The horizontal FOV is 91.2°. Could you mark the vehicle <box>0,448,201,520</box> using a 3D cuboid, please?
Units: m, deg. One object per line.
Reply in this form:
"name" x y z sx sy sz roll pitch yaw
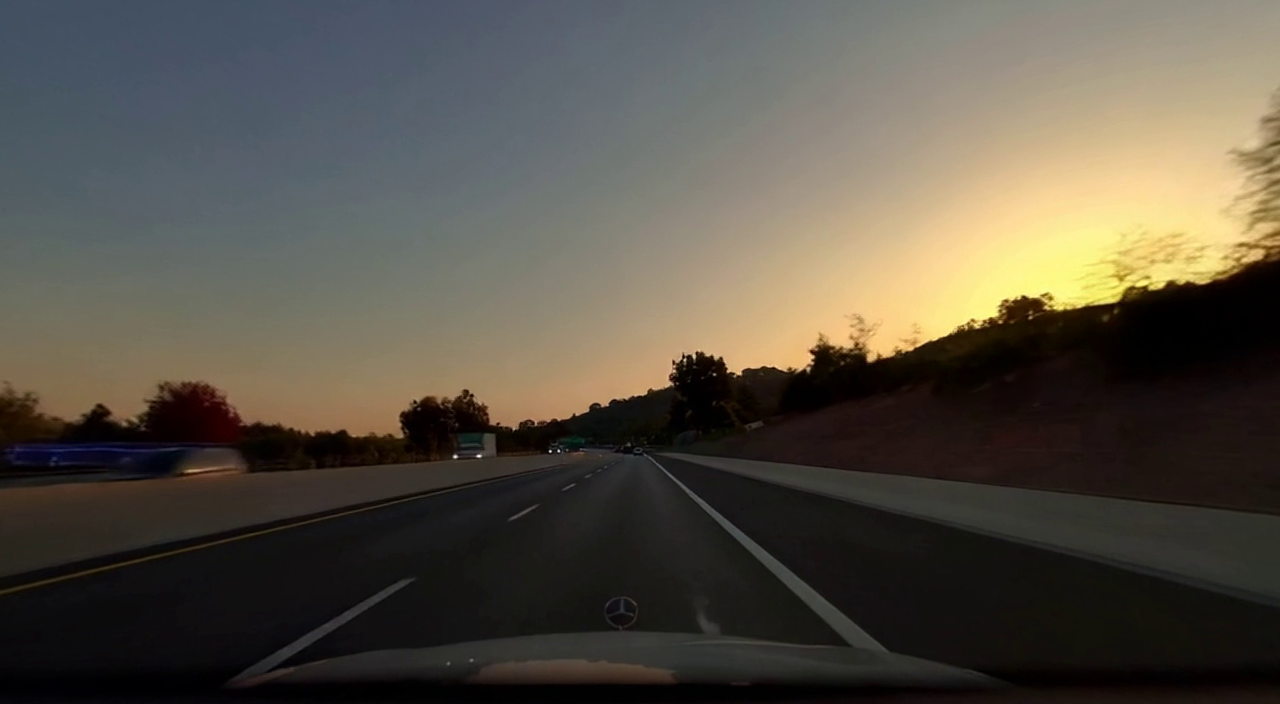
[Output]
"vehicle" -13.291 3.192 15.625 1.833 1.537 3.864 0 -9 0
